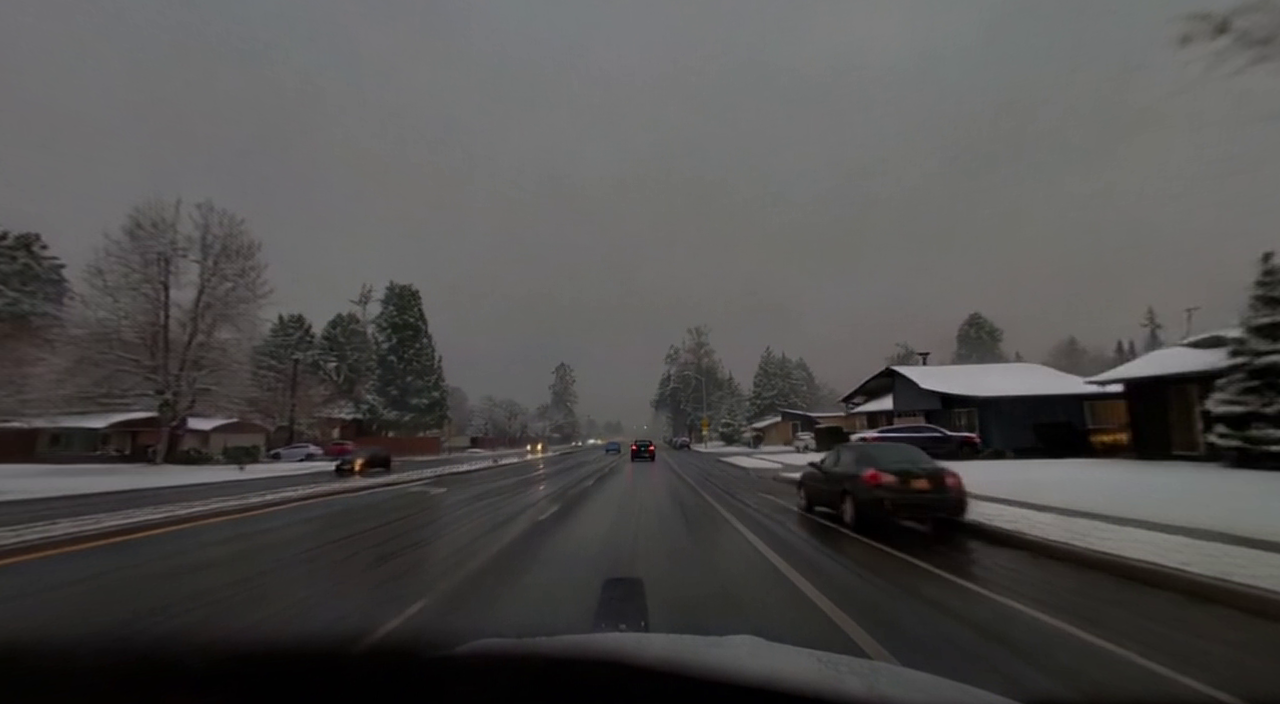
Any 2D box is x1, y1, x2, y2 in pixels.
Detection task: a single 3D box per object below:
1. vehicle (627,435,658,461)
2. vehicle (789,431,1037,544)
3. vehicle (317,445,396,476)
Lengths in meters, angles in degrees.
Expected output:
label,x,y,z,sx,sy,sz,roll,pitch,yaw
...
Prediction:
label,x,y,z,sx,sy,sz,roll,pitch,yaw
vehicle,0.178,6.539,42.973,2.024,1.655,4.301,0,-9,0
vehicle,4.202,2.171,10.860,2.080,1.469,4.898,0,-9,0
vehicle,-14.107,5.388,31.634,1.937,1.386,4.354,-2,-9,1
